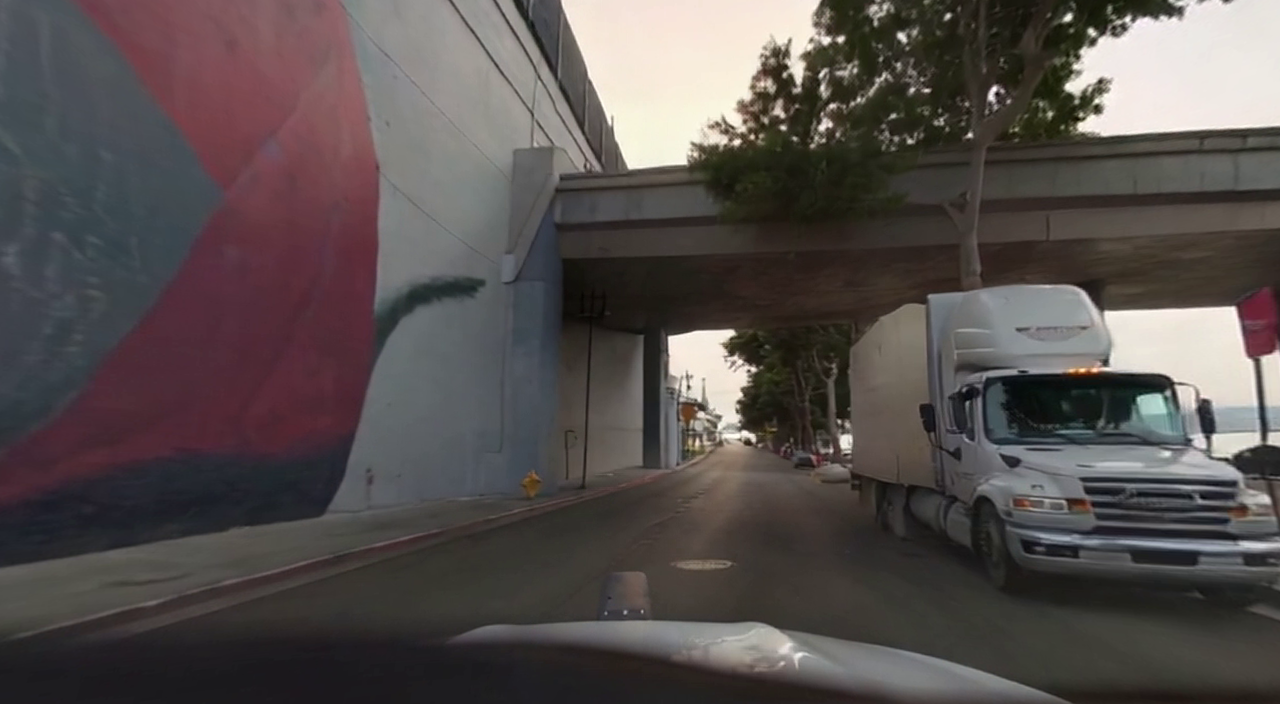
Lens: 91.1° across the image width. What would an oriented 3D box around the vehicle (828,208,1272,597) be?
[{"bbox_3d":[5.447,1.097,11.082,2.849,3.893,9.347,-2,-8,10],"label":"vehicle"}]
